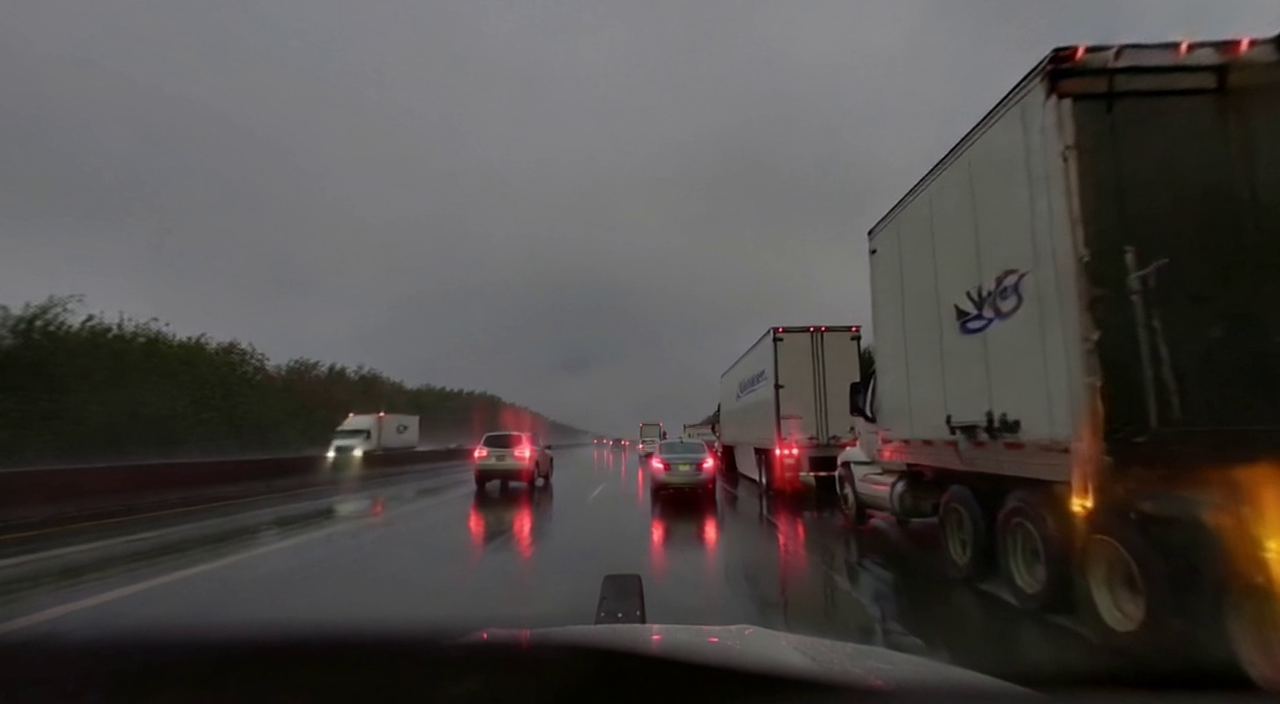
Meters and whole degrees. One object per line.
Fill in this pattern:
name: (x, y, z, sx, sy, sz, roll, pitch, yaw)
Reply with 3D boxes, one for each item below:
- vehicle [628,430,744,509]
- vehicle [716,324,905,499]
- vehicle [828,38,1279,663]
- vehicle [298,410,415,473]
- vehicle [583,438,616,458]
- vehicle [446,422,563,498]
vehicle: (0.870, 2.515, 14.123, 2.200, 1.495, 4.282, 0, -8, 0)
vehicle: (4.824, 2.308, 21.920, 2.883, 4.070, 14.423, 0, -8, 1)
vehicle: (4.512, 0.261, 6.974, 2.981, 3.988, 6.053, 0, -8, 1)
vehicle: (-14.443, 4.638, 32.859, 2.621, 2.896, 7.092, 0, -8, 2)
vehicle: (-3.102, 7.505, 49.478, 2.181, 1.538, 4.169, 0, -8, 2)
vehicle: (-3.380, 2.783, 16.736, 2.006, 1.729, 4.447, 0, -8, 2)
